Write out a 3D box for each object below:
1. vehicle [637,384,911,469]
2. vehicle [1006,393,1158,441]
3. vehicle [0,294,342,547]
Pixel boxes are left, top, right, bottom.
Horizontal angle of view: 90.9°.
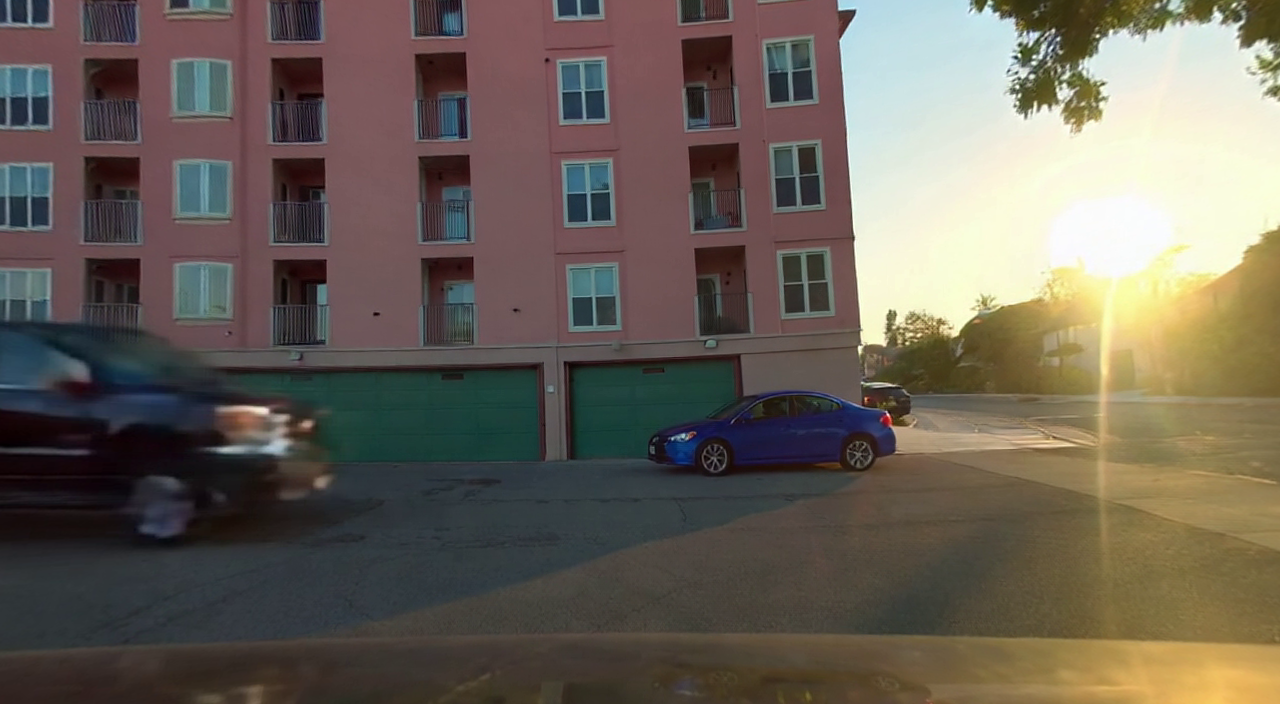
[{"bbox_3d":[2.301,1.417,11.838,4.697,1.444,1.825,0,-8,-1],"label":"vehicle"},{"bbox_3d":[15.783,2.368,22.679,3.905,1.475,2.057,-2,-8,-2],"label":"vehicle"},{"bbox_3d":[-6.148,0.669,6.019,5.448,1.974,2.176,0,-8,0],"label":"vehicle"}]
